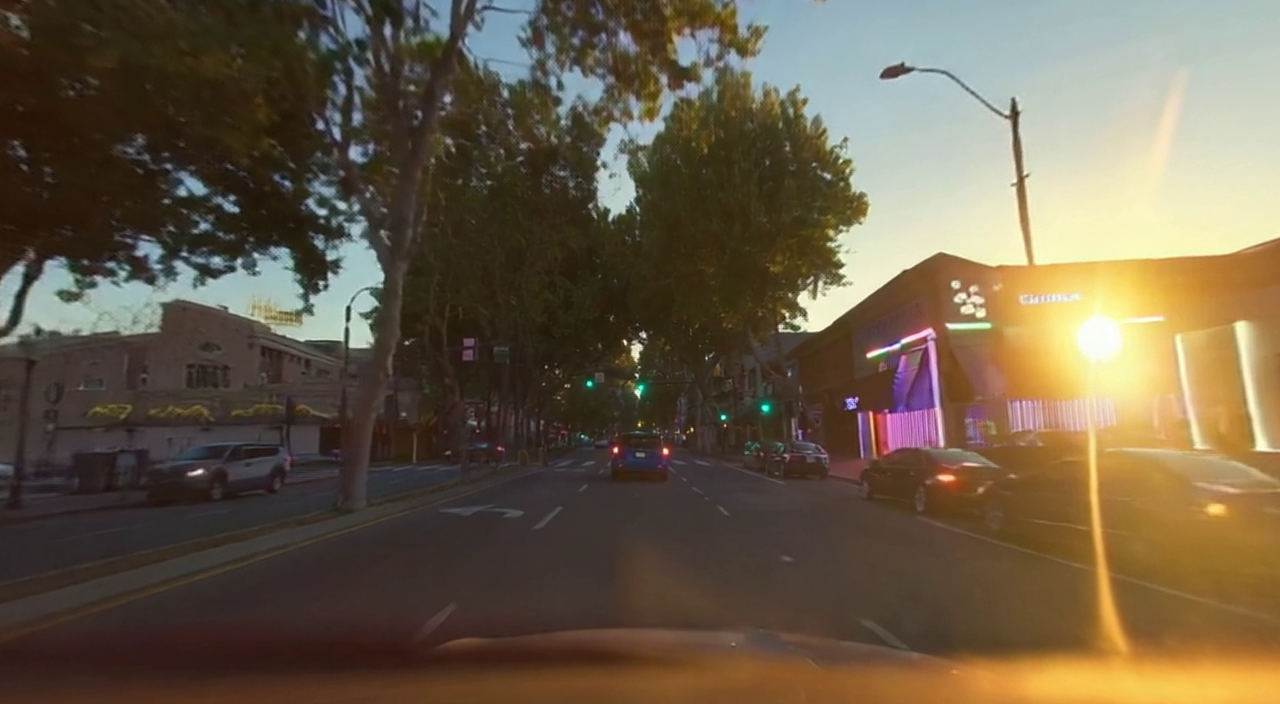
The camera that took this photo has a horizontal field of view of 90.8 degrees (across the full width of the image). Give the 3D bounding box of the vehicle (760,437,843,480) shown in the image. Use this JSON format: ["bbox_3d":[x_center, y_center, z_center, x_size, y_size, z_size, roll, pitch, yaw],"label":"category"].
[{"bbox_3d":[6.100,4.074,24.482,1.986,1.515,4.265,0,-8,-1],"label":"vehicle"}]

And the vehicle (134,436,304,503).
[{"bbox_3d":[-14.057,3.909,21.637,2.197,1.985,5.183,0,-8,0],"label":"vehicle"}]

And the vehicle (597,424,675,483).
[{"bbox_3d":[-0.164,3.464,21.768,2.382,1.796,4.610,0,-8,-1],"label":"vehicle"}]

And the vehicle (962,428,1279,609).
[{"bbox_3d":[6.157,1.729,7.649,2.048,1.484,4.709,0,-8,0],"label":"vehicle"}]

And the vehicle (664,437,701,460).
[{"bbox_3d":[2.897,6.718,44.010,2.209,1.478,4.138,0,-8,-1],"label":"vehicle"}]

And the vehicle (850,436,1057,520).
[{"bbox_3d":[6.218,2.528,13.292,1.964,1.429,4.515,0,-8,-1],"label":"vehicle"}]

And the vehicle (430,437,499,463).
[{"bbox_3d":[-12.539,7.009,45.102,4.427,1.757,2.125,-4,-9,25],"label":"vehicle"}]
